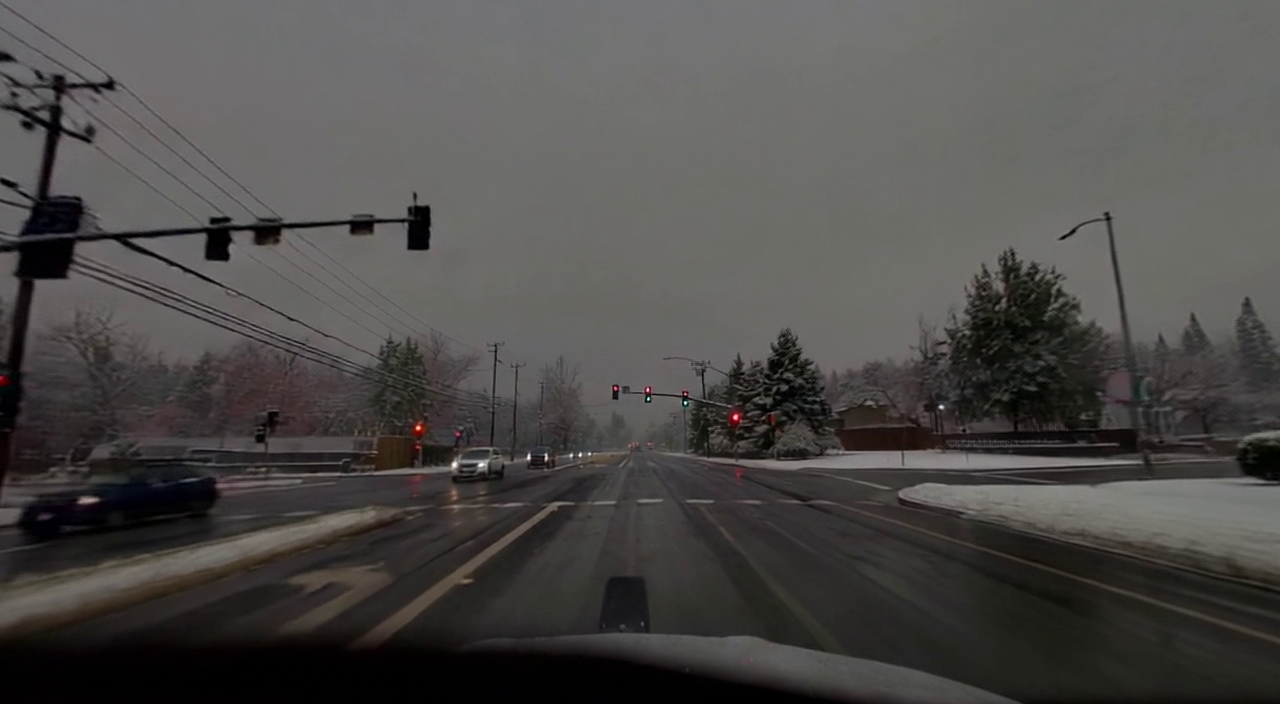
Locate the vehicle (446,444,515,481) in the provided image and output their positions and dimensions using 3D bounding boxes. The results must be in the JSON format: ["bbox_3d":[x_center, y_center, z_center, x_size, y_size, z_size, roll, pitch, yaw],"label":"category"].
[{"bbox_3d":[-8.528,5.930,34.301,2.206,1.836,5.559,-1,-8,2],"label":"vehicle"}]

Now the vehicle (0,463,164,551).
[{"bbox_3d":[-12.199,3.030,12.729,1.825,1.435,4.211,0,-8,0],"label":"vehicle"}]
